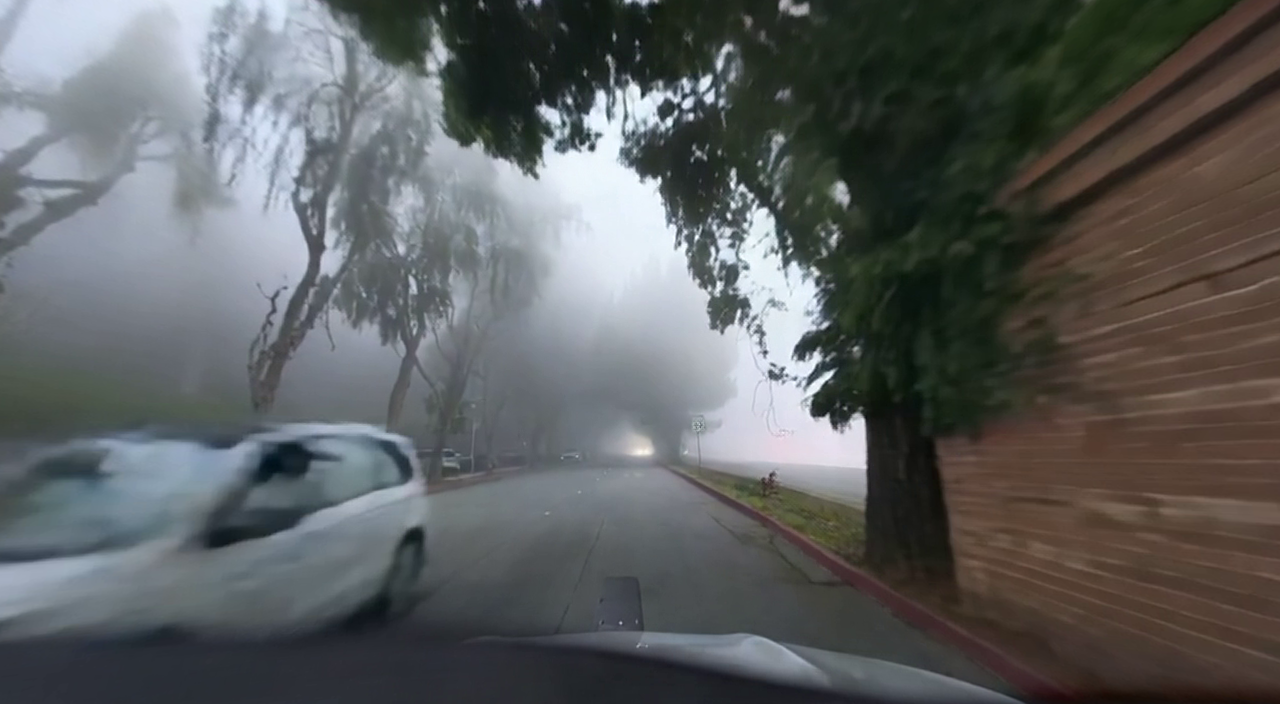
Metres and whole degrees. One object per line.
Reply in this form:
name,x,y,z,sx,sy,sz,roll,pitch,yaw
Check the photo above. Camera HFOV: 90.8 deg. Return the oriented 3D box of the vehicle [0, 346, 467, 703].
vehicle,-2.819,1.151,4.306,2.047,1.725,4.288,0,-8,0
